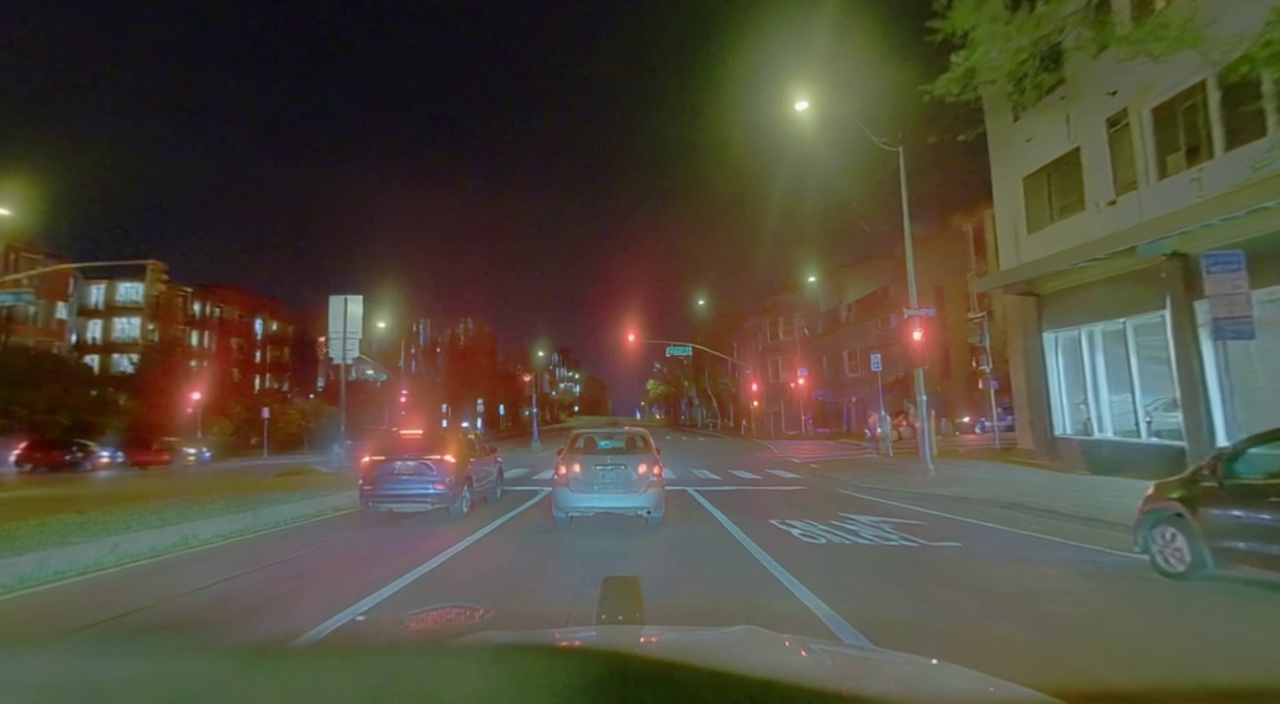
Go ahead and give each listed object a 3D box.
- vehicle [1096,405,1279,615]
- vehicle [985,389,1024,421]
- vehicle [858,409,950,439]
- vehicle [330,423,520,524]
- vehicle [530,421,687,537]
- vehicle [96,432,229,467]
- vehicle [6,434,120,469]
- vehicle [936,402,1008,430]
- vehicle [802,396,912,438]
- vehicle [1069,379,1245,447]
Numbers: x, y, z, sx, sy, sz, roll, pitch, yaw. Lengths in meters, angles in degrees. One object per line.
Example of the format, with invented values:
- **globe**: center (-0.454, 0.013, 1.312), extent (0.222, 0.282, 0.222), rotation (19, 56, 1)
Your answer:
- **vehicle**: center (6.209, 1.244, 4.850), extent (1.904, 1.705, 4.510), rotation (0, -8, -2)
- **vehicle**: center (27.060, 3.992, 46.798), extent (2.152, 1.993, 5.078), rotation (-6, -10, 31)
- **vehicle**: center (15.176, 4.150, 36.270), extent (4.775, 1.604, 1.915), rotation (3, -9, -21)
- **vehicle**: center (-3.690, 2.174, 11.859), extent (1.934, 1.522, 4.464), rotation (0, -8, 1)
- **vehicle**: center (-0.430, 1.985, 10.416), extent (2.082, 1.520, 3.896), rotation (0, -8, 0)
- **vehicle**: center (-21.349, 4.375, 28.372), extent (4.453, 1.471, 1.921), rotation (-1, -8, 3)
- **vehicle**: center (-32.467, 5.611, 35.674), extent (4.280, 1.857, 2.136), rotation (0, -8, 1)
- **vehicle**: center (21.166, 4.115, 40.187), extent (5.017, 1.542, 2.055), rotation (6, -11, -38)
- **vehicle**: center (13.777, 4.186, 40.127), extent (6.541, 2.480, 2.259), rotation (3, -9, -19)
- **vehicle**: center (21.661, 2.642, 26.598), extent (5.756, 2.653, 2.403), rotation (1, -9, -11)
